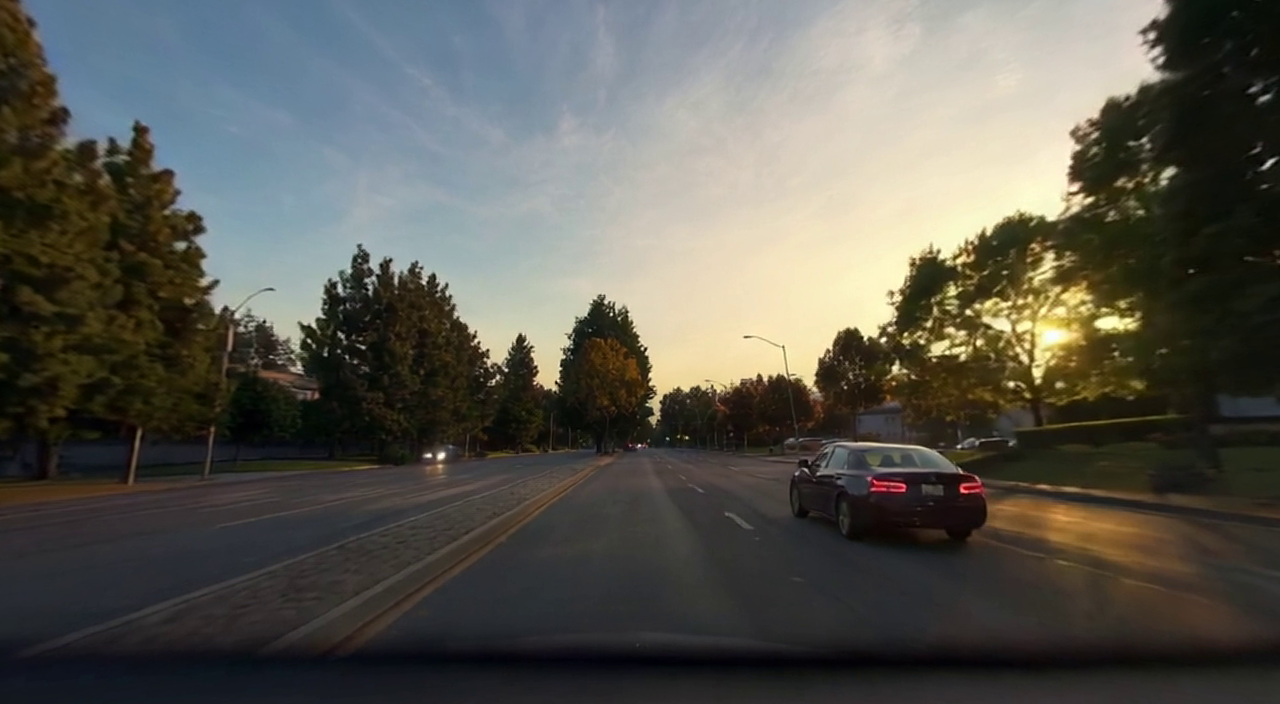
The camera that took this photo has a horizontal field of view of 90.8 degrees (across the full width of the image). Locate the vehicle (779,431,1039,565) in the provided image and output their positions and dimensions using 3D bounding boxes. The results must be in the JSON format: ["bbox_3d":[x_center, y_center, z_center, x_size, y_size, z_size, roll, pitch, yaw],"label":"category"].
[{"bbox_3d":[3.409,1.906,9.017,1.852,1.453,4.083,0,-8,-1],"label":"vehicle"}]
